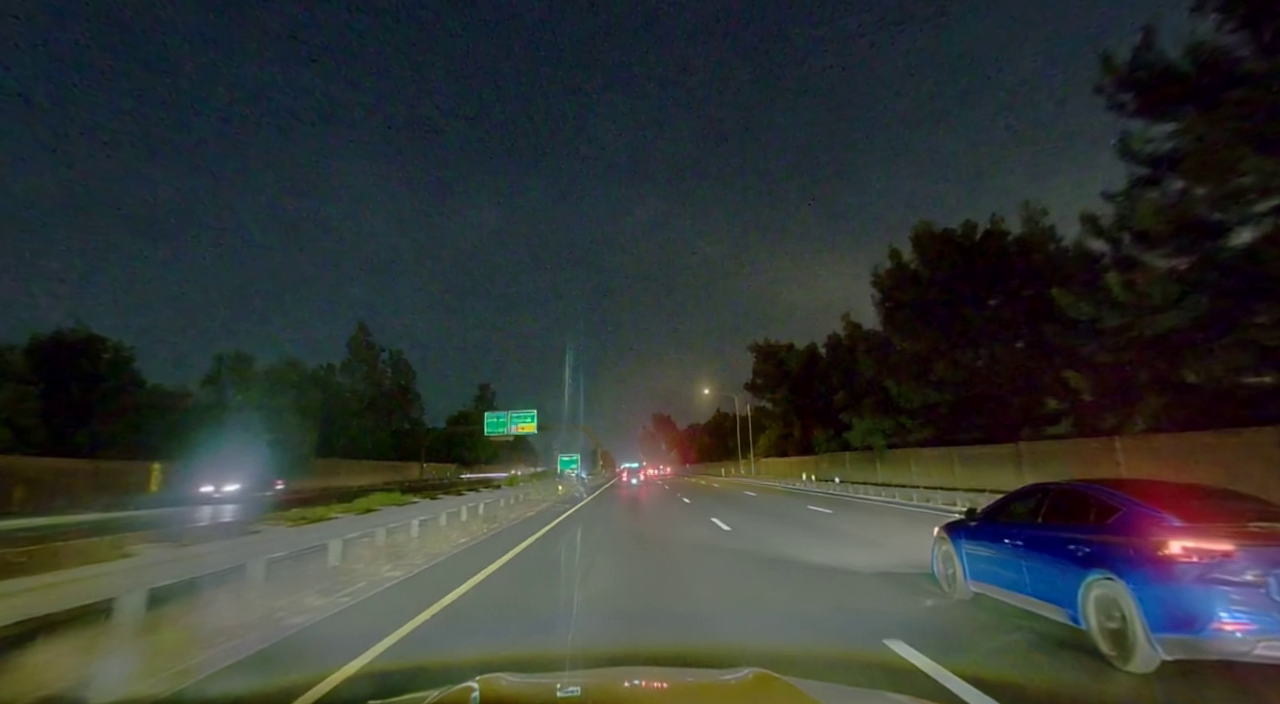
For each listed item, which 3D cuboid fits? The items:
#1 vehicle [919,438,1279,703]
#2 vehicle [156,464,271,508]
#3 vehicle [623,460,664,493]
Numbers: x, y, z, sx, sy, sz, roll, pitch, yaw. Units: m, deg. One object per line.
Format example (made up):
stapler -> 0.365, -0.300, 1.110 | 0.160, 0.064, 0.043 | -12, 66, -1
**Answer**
vehicle -> 4.109, 1.541, 4.942 | 1.938, 1.494, 4.032 | 1, -11, -1
vehicle -> -16.263, 5.116, 24.264 | 1.883, 1.480, 3.539 | 1, -11, -1
vehicle -> 0.125, 6.604, 33.550 | 2.037, 1.605, 3.833 | 1, -11, -1
